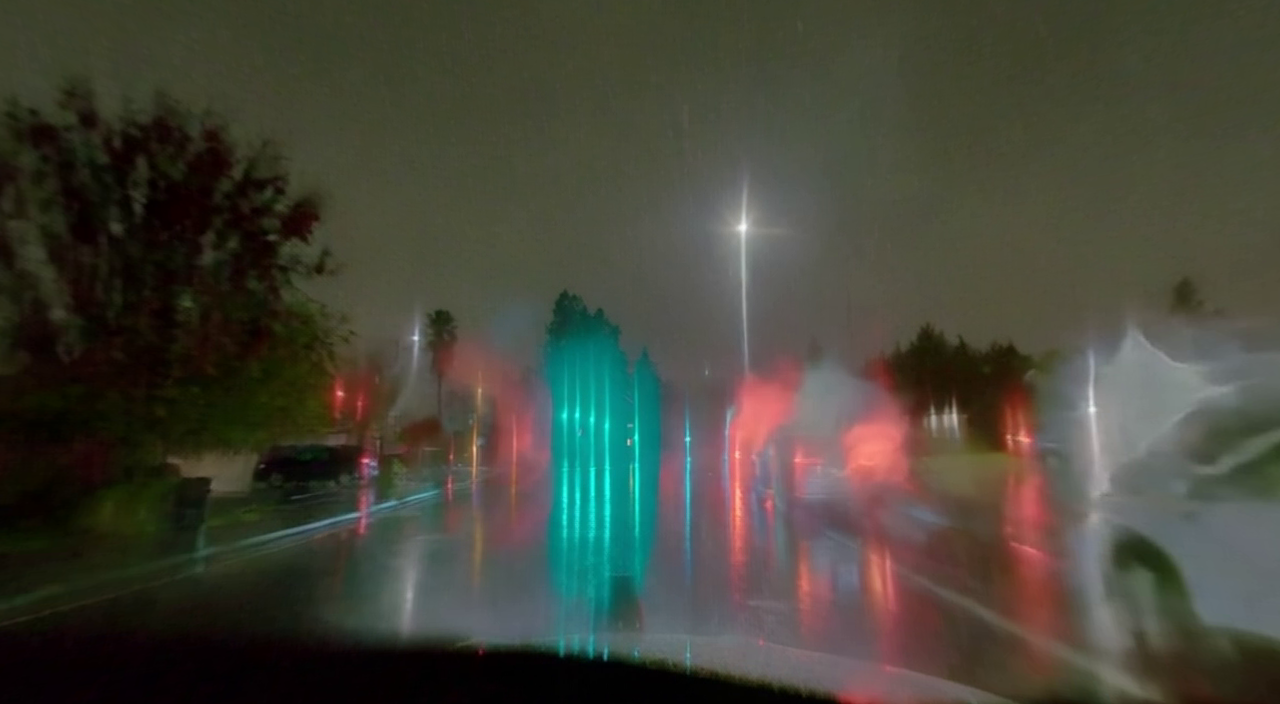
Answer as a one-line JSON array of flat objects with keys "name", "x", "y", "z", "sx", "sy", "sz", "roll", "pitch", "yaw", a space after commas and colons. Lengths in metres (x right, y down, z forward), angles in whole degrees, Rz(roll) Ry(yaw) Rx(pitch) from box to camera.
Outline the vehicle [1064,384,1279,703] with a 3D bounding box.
[{"name": "vehicle", "x": 4.112, "y": 0.820, "z": 2.160, "sx": 2.043, "sy": 1.585, "sz": 4.687, "roll": 0, "pitch": -8, "yaw": 0}]

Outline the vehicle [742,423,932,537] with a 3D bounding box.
[{"name": "vehicle", "x": 3.160, "y": 2.157, "z": 11.279, "sx": 2.037, "sy": 1.595, "sz": 4.536, "roll": -1, "pitch": -8, "yaw": 2}]
